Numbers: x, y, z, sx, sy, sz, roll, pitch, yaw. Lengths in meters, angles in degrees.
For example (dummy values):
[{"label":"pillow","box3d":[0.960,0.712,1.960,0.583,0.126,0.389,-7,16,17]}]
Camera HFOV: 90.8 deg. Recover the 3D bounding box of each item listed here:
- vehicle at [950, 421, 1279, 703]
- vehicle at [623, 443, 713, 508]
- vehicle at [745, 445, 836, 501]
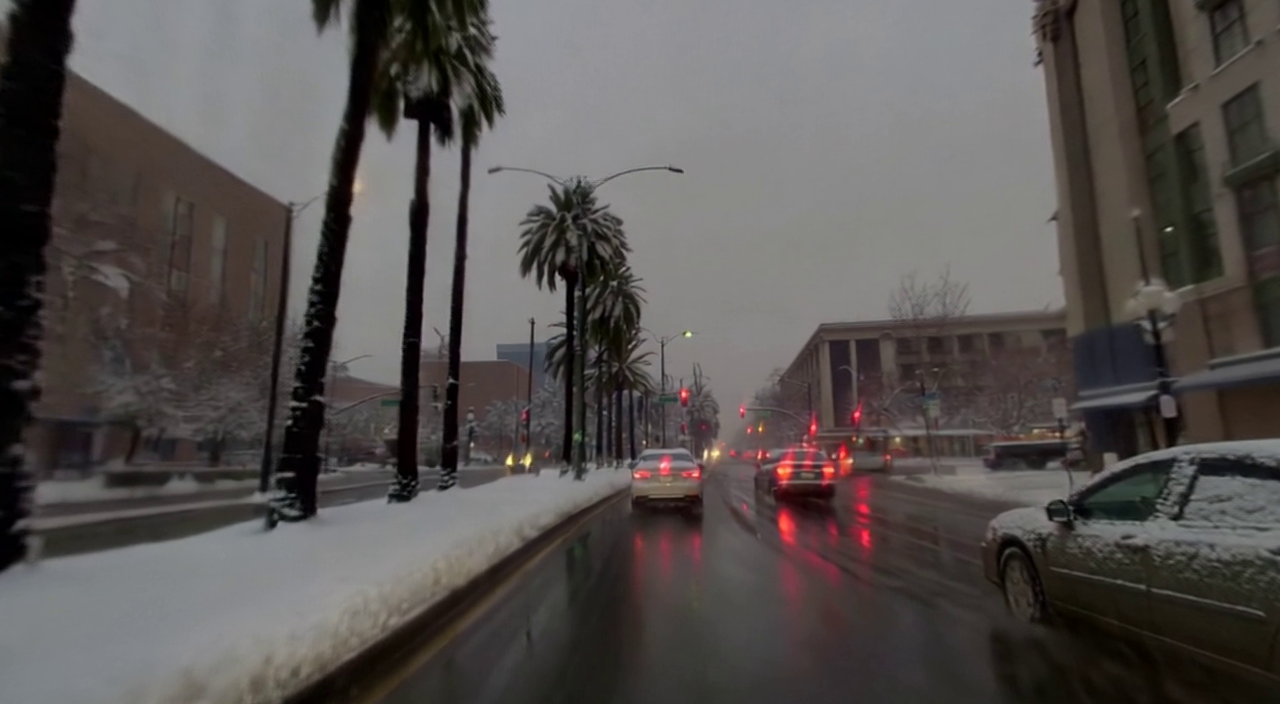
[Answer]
[{"label":"vehicle","box3d":[3.857,1.186,3.747,1.913,1.469,4.425,-1,-9,2]},{"label":"vehicle","box3d":[0.785,3.177,16.674,2.078,1.503,3.681,-1,-9,4]},{"label":"vehicle","box3d":[4.393,3.580,19.181,1.920,1.490,4.417,-1,-9,4]}]
